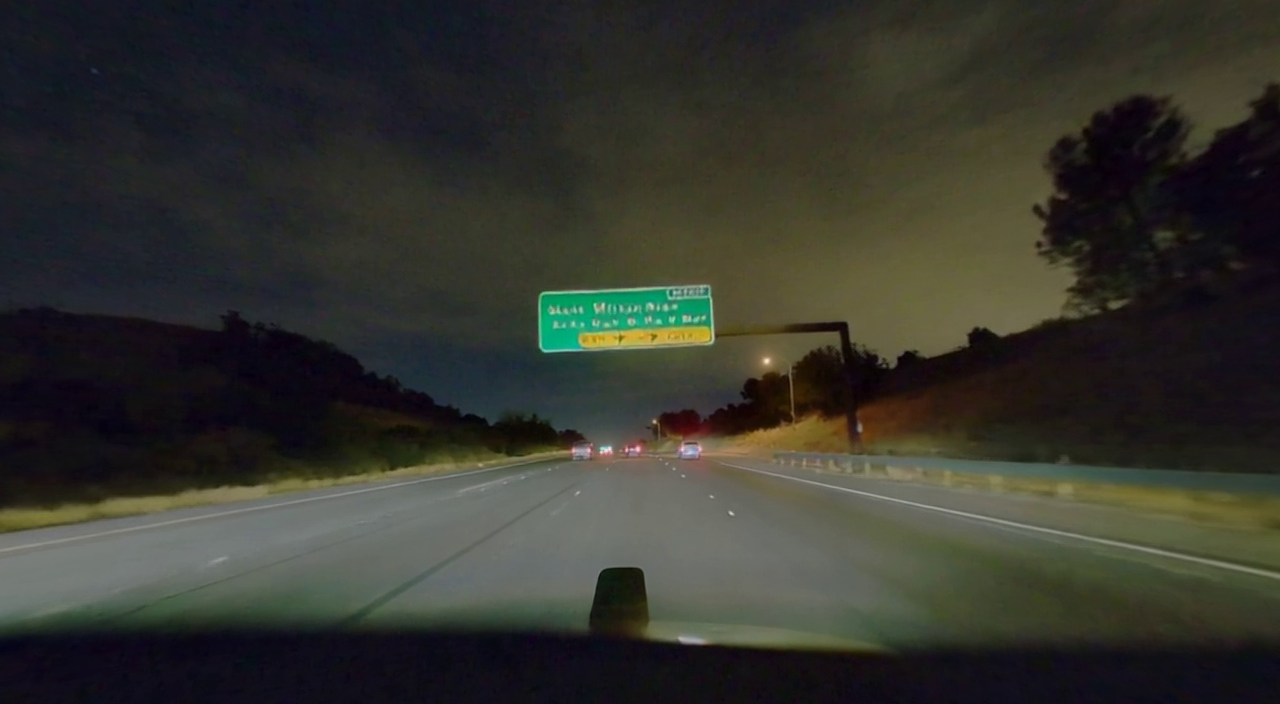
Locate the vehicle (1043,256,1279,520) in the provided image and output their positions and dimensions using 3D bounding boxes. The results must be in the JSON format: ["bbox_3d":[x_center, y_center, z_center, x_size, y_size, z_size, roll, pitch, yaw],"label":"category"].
[{"bbox_3d":[11.689,0.719,11.069,3.043,4.138,9.135,0,-8,0],"label":"vehicle"}]

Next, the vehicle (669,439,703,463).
[{"bbox_3d":[3.362,7.334,46.779,1.995,1.712,4.206,0,-8,-2],"label":"vehicle"}]
